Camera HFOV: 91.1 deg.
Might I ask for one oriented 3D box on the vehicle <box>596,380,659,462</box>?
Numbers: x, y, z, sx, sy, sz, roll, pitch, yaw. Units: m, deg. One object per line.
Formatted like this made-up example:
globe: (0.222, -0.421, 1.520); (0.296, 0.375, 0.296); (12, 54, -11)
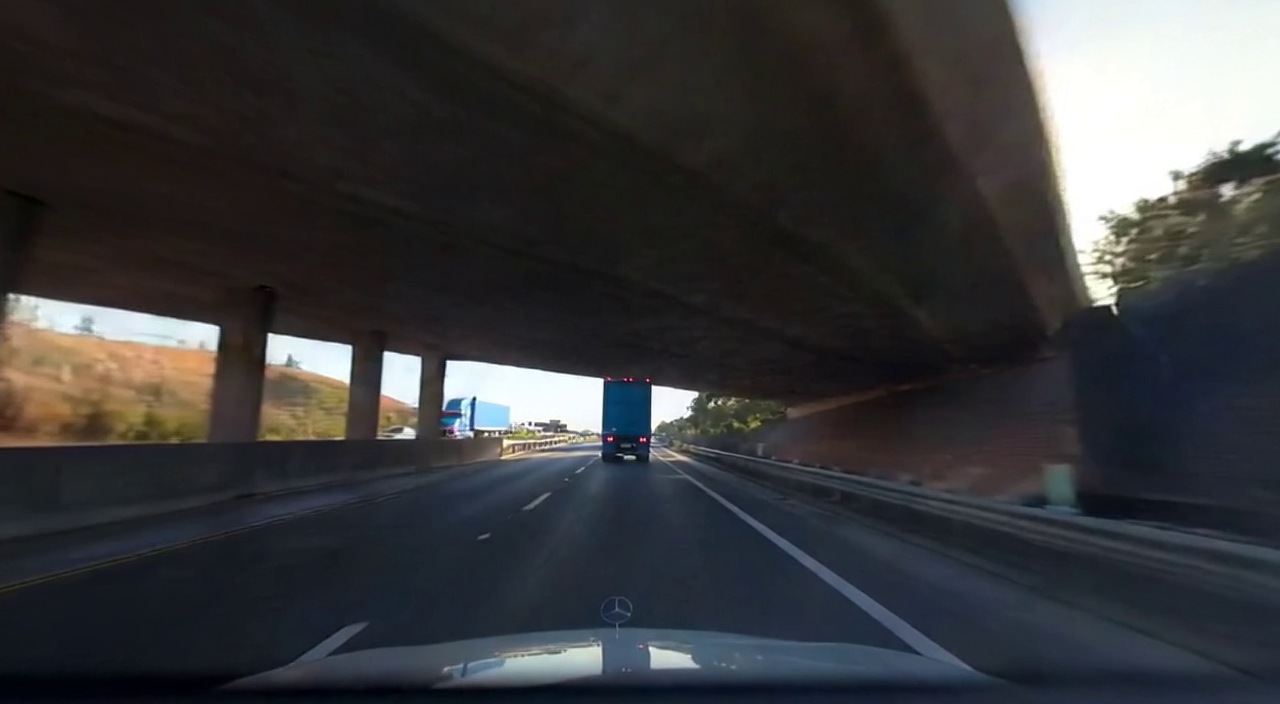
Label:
vehicle: (-0.762, 3.997, 35.556); (3.023, 3.965, 10.402); (0, -8, -2)
